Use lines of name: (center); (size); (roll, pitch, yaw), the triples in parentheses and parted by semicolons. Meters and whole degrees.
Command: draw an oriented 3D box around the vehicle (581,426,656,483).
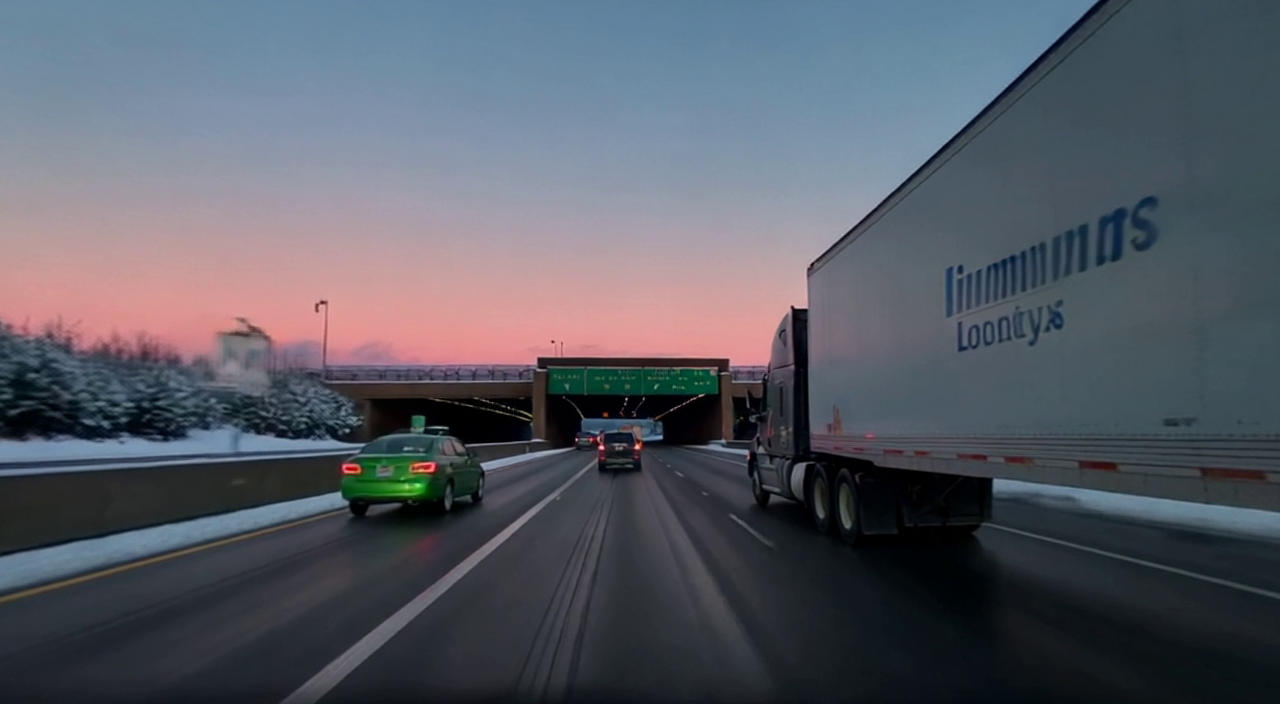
vehicle: (-0.637, 3.150, 19.738); (2.094, 1.600, 3.666); (0, -8, -1)

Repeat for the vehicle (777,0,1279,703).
vehicle: (3.869, -0.204, 3.535); (2.842, 4.108, 14.081); (0, -8, -1)

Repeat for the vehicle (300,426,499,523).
vehicle: (-4.122, 2.147, 11.724); (2.019, 1.435, 4.317); (0, -8, 0)
